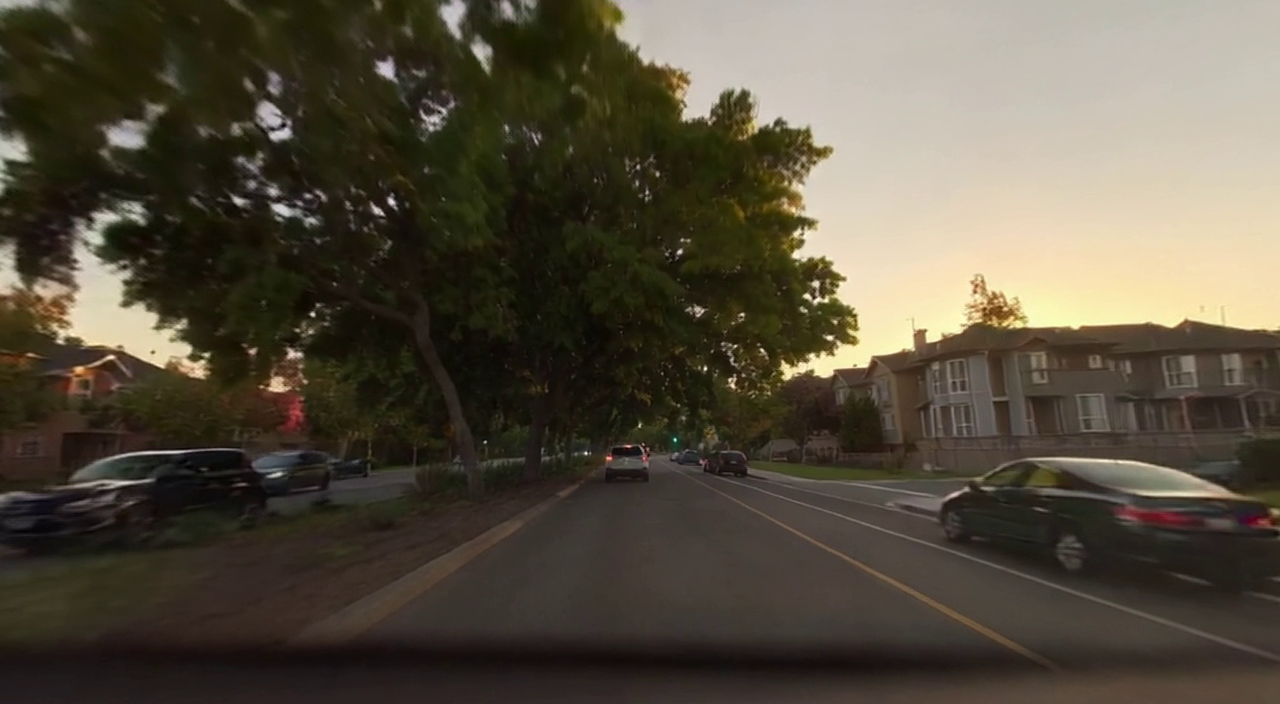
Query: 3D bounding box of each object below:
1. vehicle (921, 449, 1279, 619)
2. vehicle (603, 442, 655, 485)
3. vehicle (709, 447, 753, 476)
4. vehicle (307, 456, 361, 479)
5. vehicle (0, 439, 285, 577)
[{"bbox_3d":[5.694,1.993,8.036,1.978,1.485,4.603,0,-9,-2],"label":"vehicle"},{"bbox_3d":[-0.467,4.743,27.273,2.070,1.698,3.925,0,-9,-1],"label":"vehicle"},{"bbox_3d":[5.620,6.813,39.678,1.970,1.696,4.405,0,-9,-2],"label":"vehicle"},{"bbox_3d":[-22.439,8.466,46.521,1.772,1.457,4.505,0,-9,-1],"label":"vehicle"},{"bbox_3d":[-7.529,2.042,9.231,2.105,1.474,4.808,0,-9,-3],"label":"vehicle"}]
